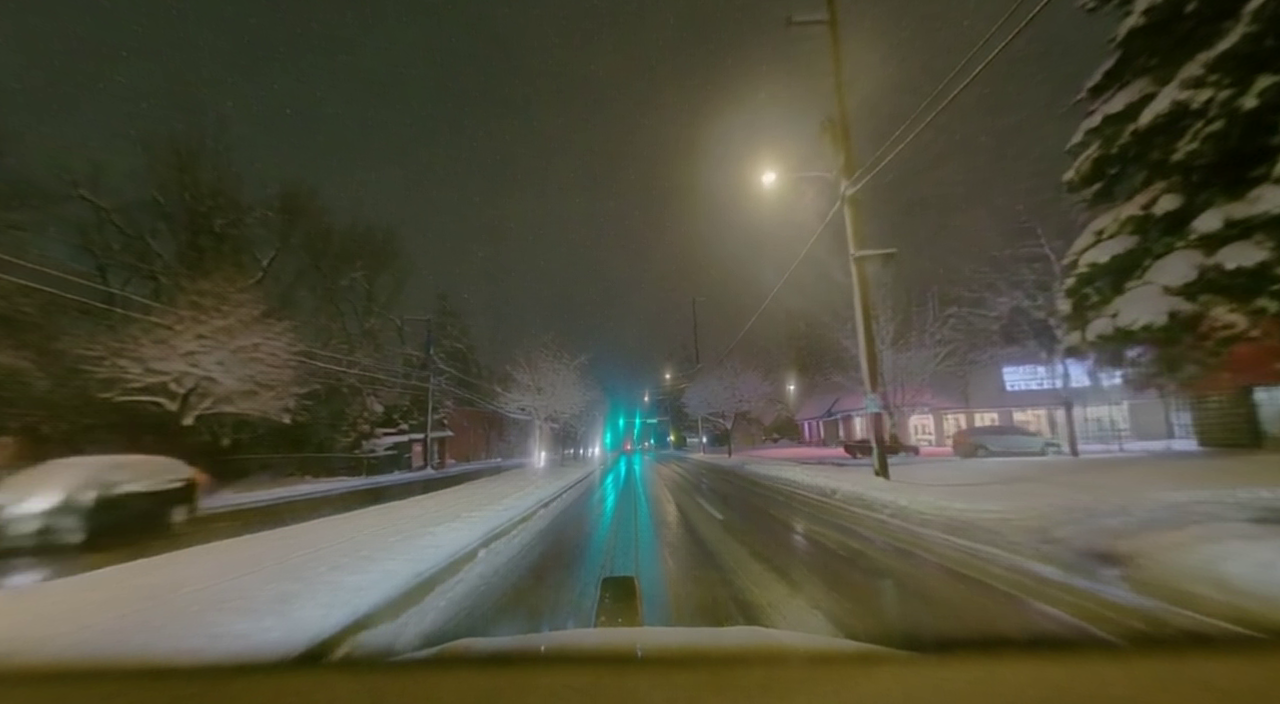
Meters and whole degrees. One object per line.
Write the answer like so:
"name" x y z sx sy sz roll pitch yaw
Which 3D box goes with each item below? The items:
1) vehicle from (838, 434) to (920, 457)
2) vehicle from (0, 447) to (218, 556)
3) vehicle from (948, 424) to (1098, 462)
"vehicle" 16.175 6.338 42.804 4.701 1.500 2.050 0 -8 0
"vehicle" -10.856 2.801 12.391 2.031 1.674 4.573 -4 -8 -1
"vehicle" 16.482 3.963 27.298 5.124 1.541 2.070 0 -9 -1
